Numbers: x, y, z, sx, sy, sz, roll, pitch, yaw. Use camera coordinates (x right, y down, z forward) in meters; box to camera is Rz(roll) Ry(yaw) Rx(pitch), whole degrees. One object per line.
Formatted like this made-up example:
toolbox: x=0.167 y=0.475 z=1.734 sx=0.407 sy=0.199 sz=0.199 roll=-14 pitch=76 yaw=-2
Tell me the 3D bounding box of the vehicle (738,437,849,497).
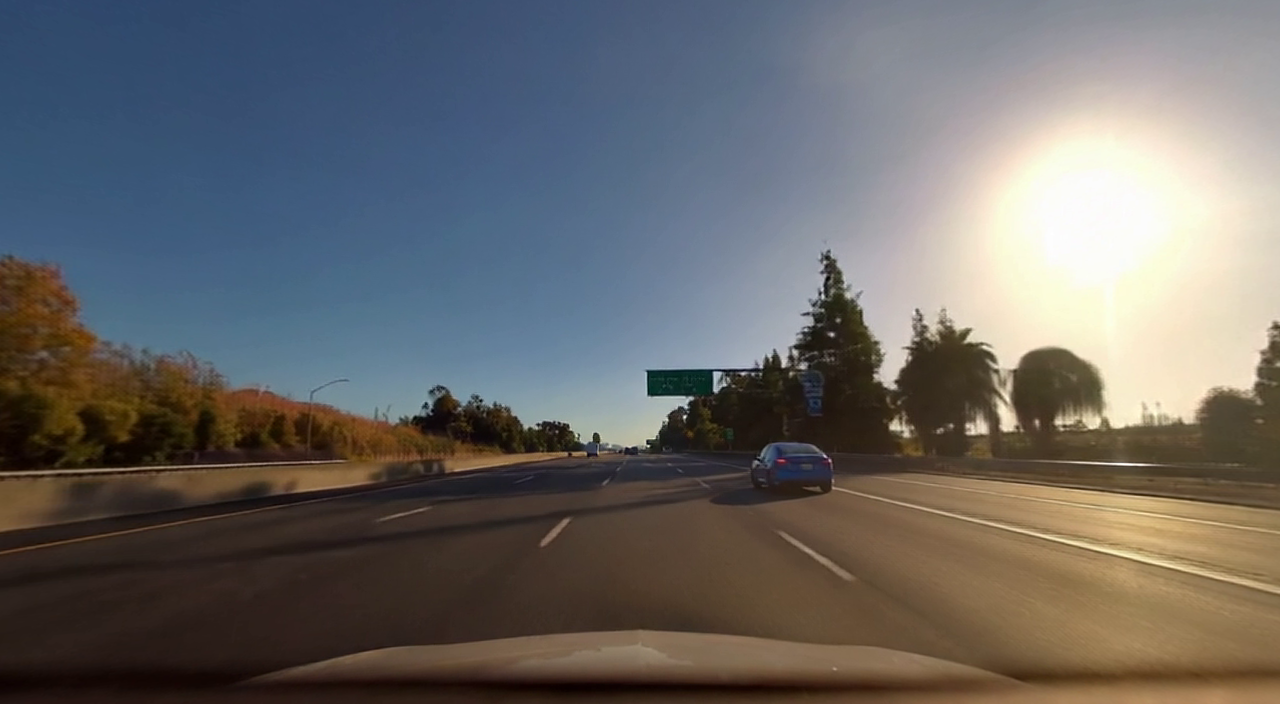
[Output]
vehicle: x=4.236 y=3.262 z=18.199 sx=2.033 sy=1.501 sz=4.398 roll=0 pitch=-9 yaw=-1
